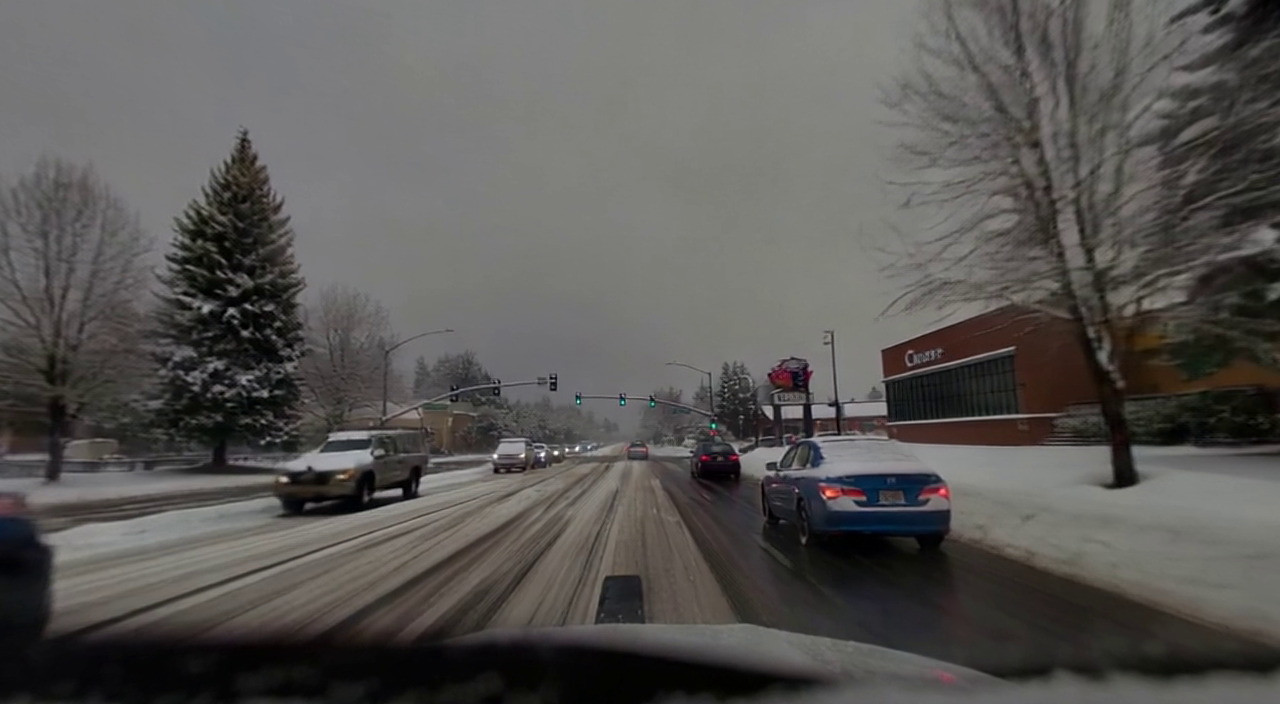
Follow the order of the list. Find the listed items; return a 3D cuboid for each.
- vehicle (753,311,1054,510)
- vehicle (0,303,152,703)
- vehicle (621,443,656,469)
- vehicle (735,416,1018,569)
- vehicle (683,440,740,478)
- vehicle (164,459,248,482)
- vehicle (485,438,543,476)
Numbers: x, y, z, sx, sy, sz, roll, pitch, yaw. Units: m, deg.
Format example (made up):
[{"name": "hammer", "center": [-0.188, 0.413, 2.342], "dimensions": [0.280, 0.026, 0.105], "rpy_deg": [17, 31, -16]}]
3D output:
[{"name": "vehicle", "center": [6.923, 2.400, 21.454], "dimensions": [2.899, 4.154, 16.592], "rpy_deg": [0, -8, -1]}, {"name": "vehicle", "center": [-4.101, 0.531, 1.280], "dimensions": [2.368, 2.037, 5.319], "rpy_deg": [1, -9, -6]}, {"name": "vehicle", "center": [-0.105, 6.354, 38.745], "dimensions": [2.008, 1.464, 4.052], "rpy_deg": [0, -9, -1]}, {"name": "vehicle", "center": [2.875, 1.845, 9.146], "dimensions": [2.174, 1.596, 4.779], "rpy_deg": [0, -9, -1]}, {"name": "vehicle", "center": [2.987, 4.555, 27.088], "dimensions": [1.842, 1.480, 4.155], "rpy_deg": [0, -9, -2]}, {"name": "vehicle", "center": [-31.408, 8.588, 45.885], "dimensions": [4.719, 1.481, 2.110], "rpy_deg": [4, -9, -27]}, {"name": "vehicle", "center": [-6.517, 5.468, 33.228], "dimensions": [2.136, 1.837, 4.669], "rpy_deg": [0, -9, -1]}]
